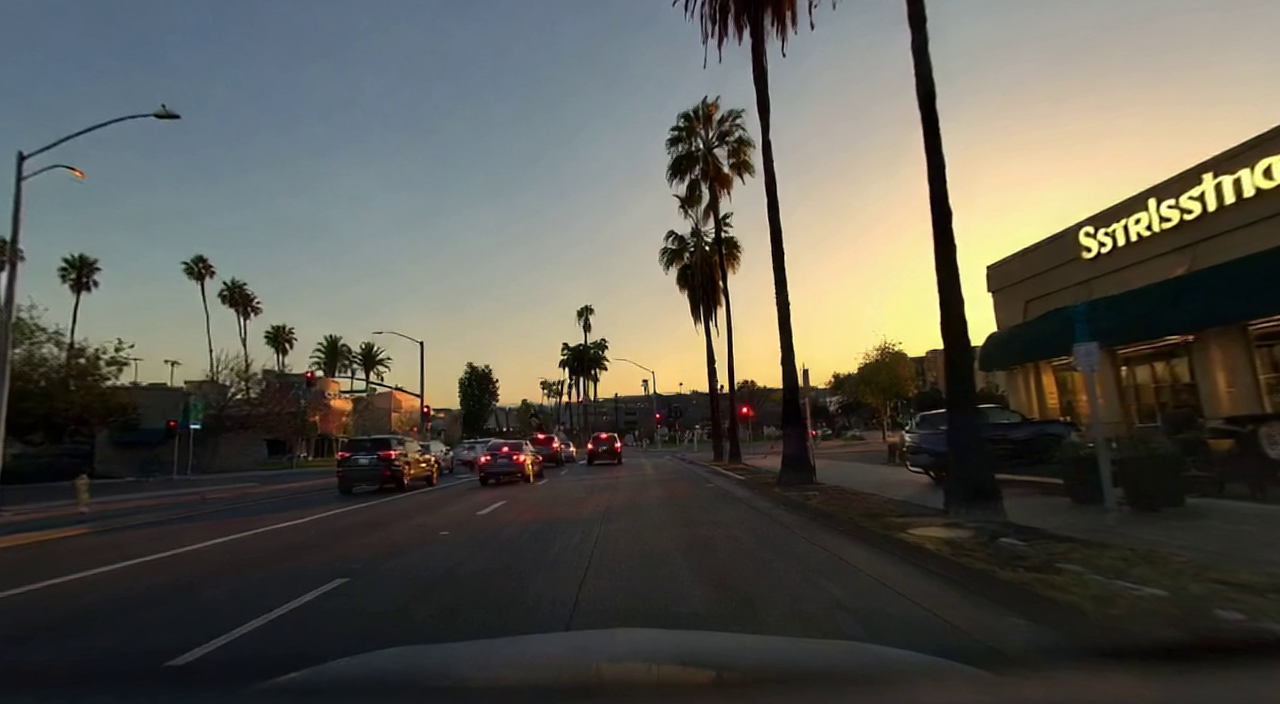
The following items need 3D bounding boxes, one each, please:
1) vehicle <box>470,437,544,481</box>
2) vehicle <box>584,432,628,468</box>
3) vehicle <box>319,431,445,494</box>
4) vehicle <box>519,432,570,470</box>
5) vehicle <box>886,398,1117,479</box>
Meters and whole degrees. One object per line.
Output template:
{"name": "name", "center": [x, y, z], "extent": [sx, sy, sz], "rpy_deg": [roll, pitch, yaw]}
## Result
{"name": "vehicle", "center": [-5.106, 4.176, 24.936], "extent": [1.885, 1.567, 4.775], "rpy_deg": [0, -9, 0]}
{"name": "vehicle", "center": [-1.750, 5.245, 33.833], "extent": [2.153, 1.759, 4.320], "rpy_deg": [0, -9, -1]}
{"name": "vehicle", "center": [-8.490, 3.676, 21.394], "extent": [2.178, 1.864, 5.005], "rpy_deg": [0, -9, -1]}
{"name": "vehicle", "center": [-5.086, 5.362, 34.256], "extent": [2.025, 1.862, 4.804], "rpy_deg": [0, -9, 0]}
{"name": "vehicle", "center": [9.504, 2.327, 16.966], "extent": [4.774, 1.975, 2.245], "rpy_deg": [0, -9, -2]}
